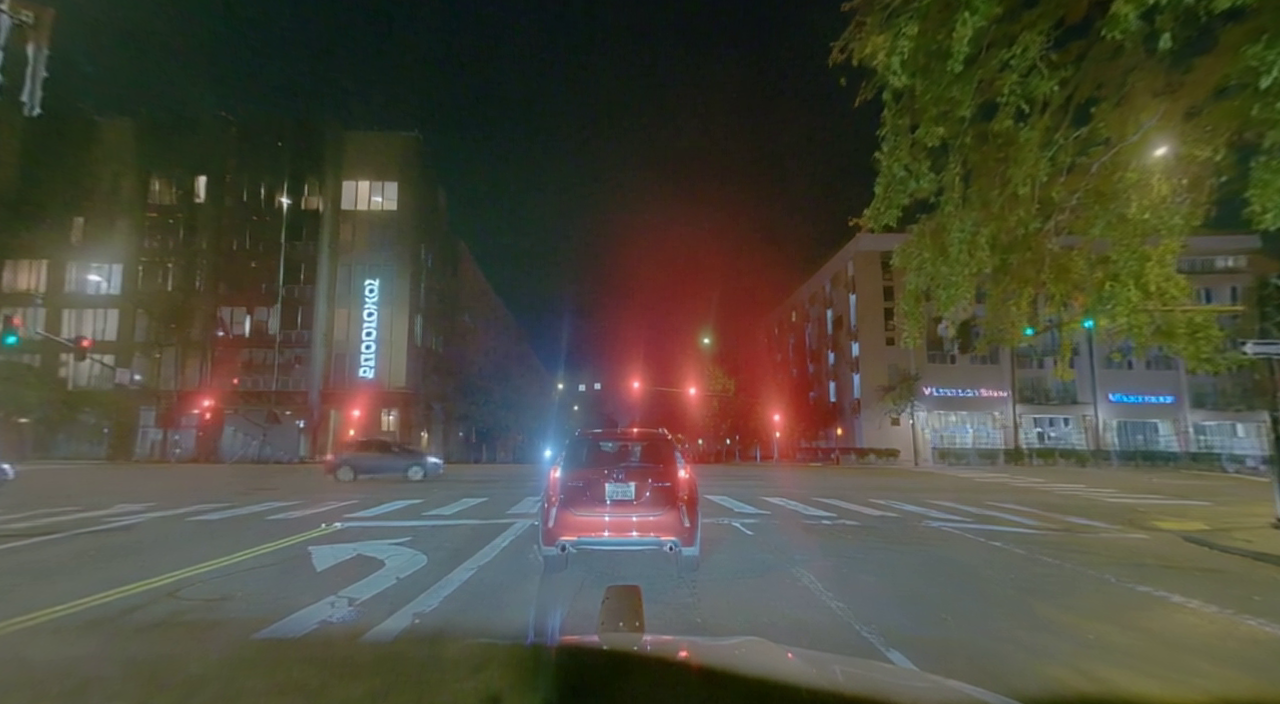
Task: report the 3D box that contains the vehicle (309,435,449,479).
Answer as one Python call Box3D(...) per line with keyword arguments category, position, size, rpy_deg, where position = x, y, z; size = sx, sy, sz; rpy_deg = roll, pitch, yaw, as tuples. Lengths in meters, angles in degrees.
Box3D(category="vehicle", position=(-10.771, 4.383, 26.404), size=(4.912, 1.731, 2.022), rpy_deg=(0, -8, -1))

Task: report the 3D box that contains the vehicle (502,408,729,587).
Box3D(category="vehicle", position=(-0.254, 1.623, 7.817), size=(2.066, 1.618, 3.922), rpy_deg=(0, -8, -1))
